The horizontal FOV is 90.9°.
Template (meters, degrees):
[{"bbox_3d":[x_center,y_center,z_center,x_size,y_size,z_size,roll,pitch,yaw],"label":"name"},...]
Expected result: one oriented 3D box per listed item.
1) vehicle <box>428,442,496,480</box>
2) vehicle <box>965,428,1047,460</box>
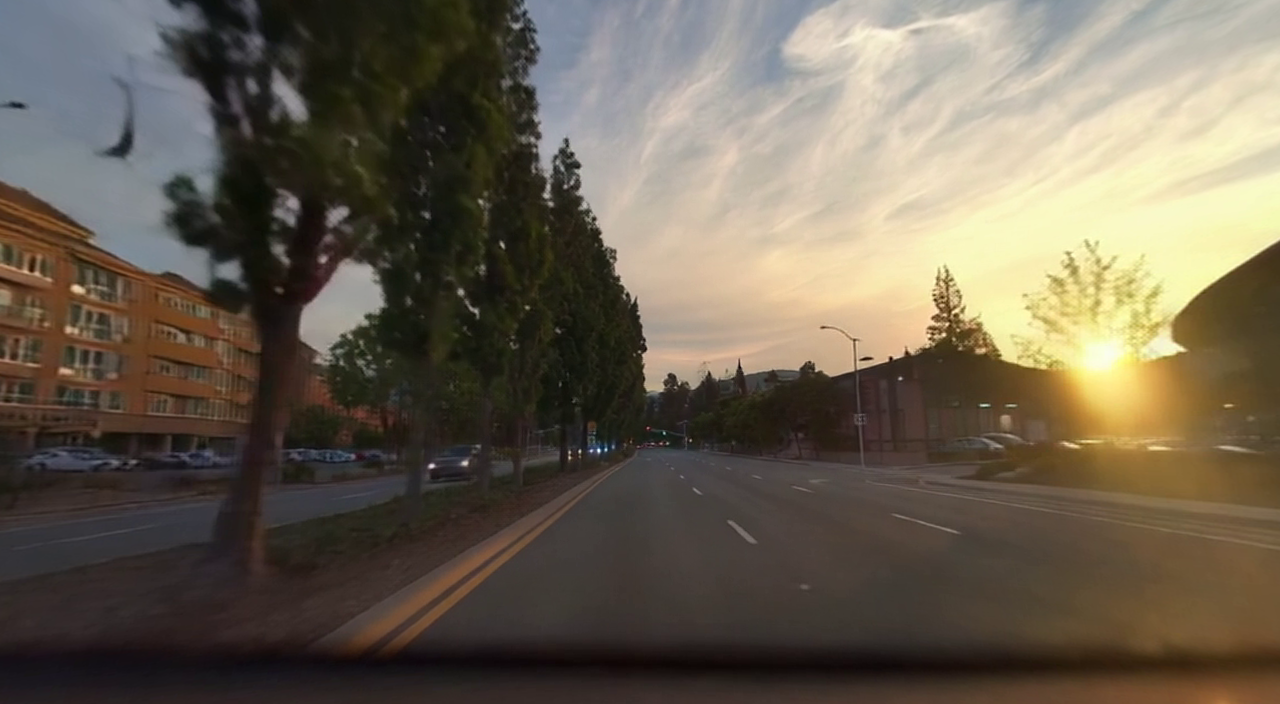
[{"bbox_3d":[-8.232,5.048,29.531,1.948,1.647,4.275,0,-8,0],"label":"vehicle"},{"bbox_3d":[28.243,7.148,48.995,2.186,2.298,5.989,1,-8,-7],"label":"vehicle"}]
